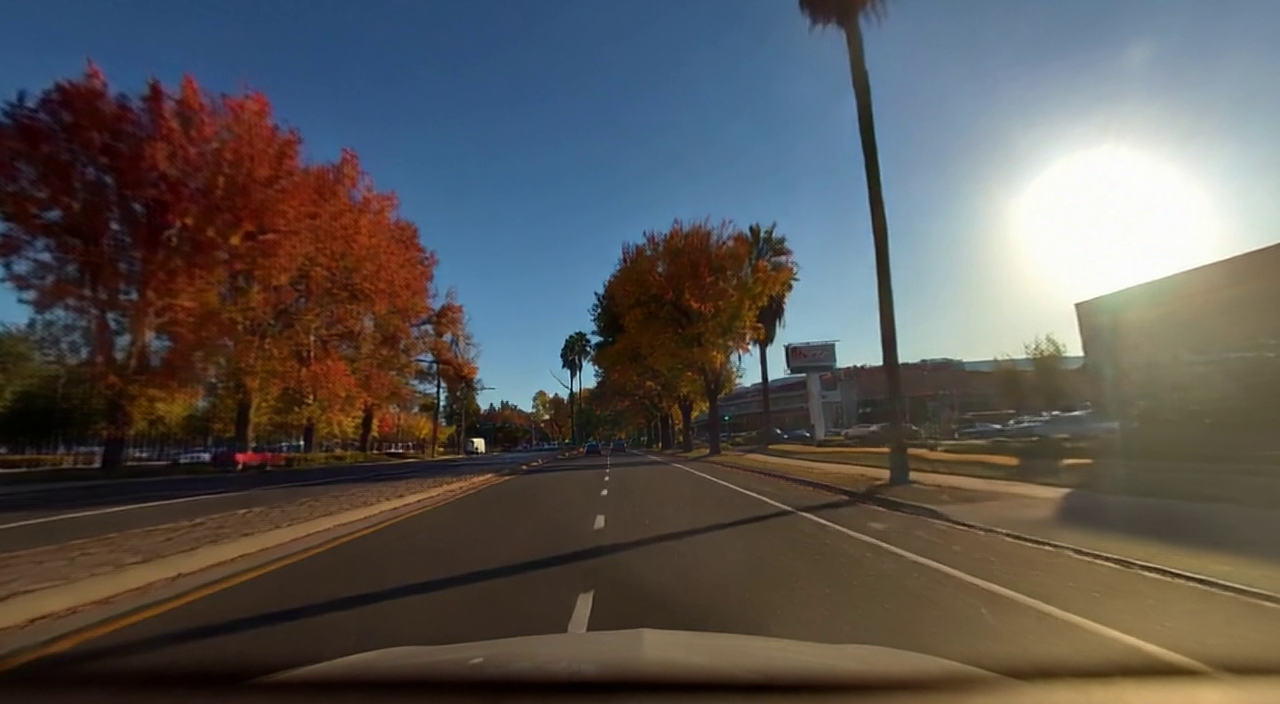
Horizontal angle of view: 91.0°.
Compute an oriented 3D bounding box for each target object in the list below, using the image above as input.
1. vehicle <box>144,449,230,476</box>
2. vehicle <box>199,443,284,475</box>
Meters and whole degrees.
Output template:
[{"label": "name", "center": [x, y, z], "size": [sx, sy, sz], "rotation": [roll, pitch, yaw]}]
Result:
[{"label": "vehicle", "center": [-26.534, 6.463, 37.112], "size": [1.915, 1.485, 4.389], "rotation": [1, -9, -2]}, {"label": "vehicle", "center": [-22.714, 6.085, 36.131], "size": [1.994, 1.652, 4.570], "rotation": [1, -9, -3]}]
